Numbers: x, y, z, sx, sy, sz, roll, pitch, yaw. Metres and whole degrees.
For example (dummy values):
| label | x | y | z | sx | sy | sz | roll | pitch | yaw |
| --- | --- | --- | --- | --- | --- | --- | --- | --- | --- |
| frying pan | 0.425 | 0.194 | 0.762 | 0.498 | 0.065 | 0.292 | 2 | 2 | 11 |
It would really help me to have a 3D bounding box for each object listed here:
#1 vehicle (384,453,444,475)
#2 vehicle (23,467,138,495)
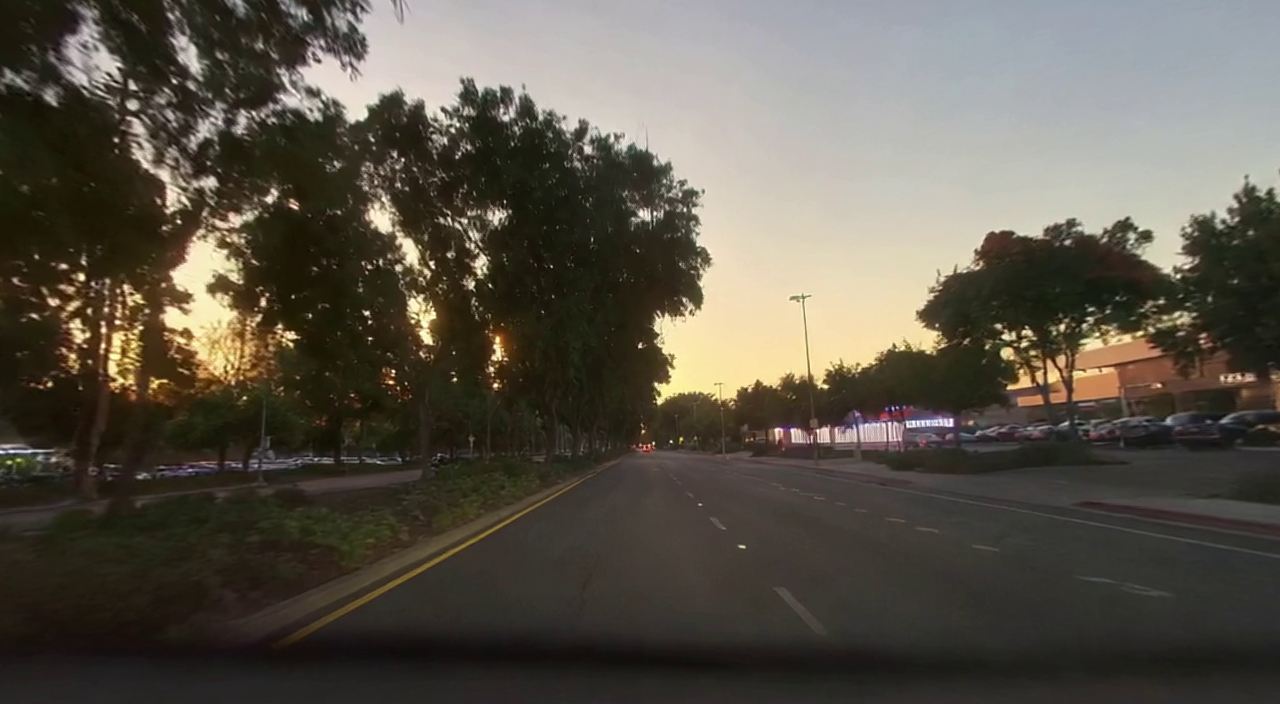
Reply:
| label | x | y | z | sx | sy | sz | roll | pitch | yaw |
| --- | --- | --- | --- | --- | --- | --- | --- | --- | --- |
| vehicle | -17.510 | 8.629 | 48.681 | 5.184 | 1.494 | 2.129 | -8 | -12 | 43 |
| vehicle | -31.654 | 7.310 | 35.747 | 4.706 | 1.460 | 1.994 | 0 | -8 | 3 |
